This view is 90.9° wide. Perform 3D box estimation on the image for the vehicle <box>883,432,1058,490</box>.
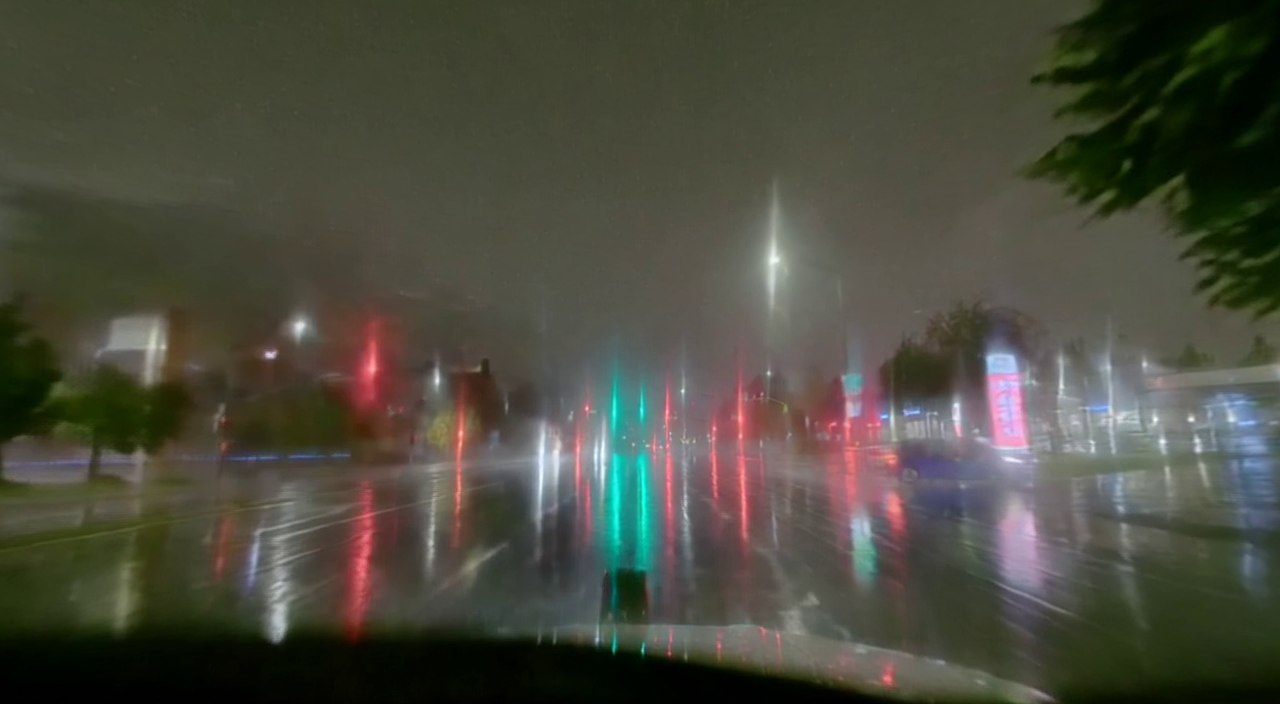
[{"bbox_3d":[9.527,3.167,18.449,4.007,1.591,1.915,-1,-8,3],"label":"vehicle"}]
